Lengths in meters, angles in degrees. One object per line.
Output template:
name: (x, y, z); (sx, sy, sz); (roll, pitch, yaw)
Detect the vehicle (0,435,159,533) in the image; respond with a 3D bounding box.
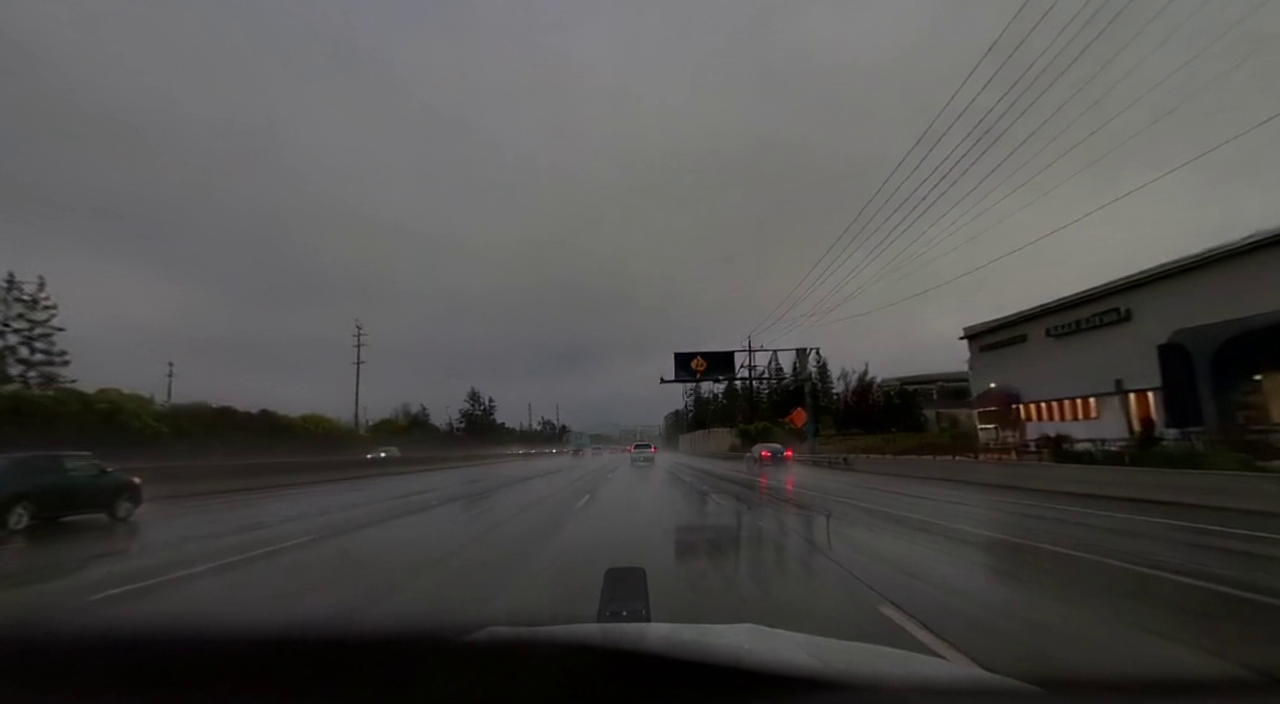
vehicle: (-10.935, 2.212, 10.851); (1.931, 1.515, 4.192); (0, -8, 1)

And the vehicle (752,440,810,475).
vehicle: (7.294, 5.495, 33.038); (1.937, 1.698, 4.322); (0, -8, -2)
